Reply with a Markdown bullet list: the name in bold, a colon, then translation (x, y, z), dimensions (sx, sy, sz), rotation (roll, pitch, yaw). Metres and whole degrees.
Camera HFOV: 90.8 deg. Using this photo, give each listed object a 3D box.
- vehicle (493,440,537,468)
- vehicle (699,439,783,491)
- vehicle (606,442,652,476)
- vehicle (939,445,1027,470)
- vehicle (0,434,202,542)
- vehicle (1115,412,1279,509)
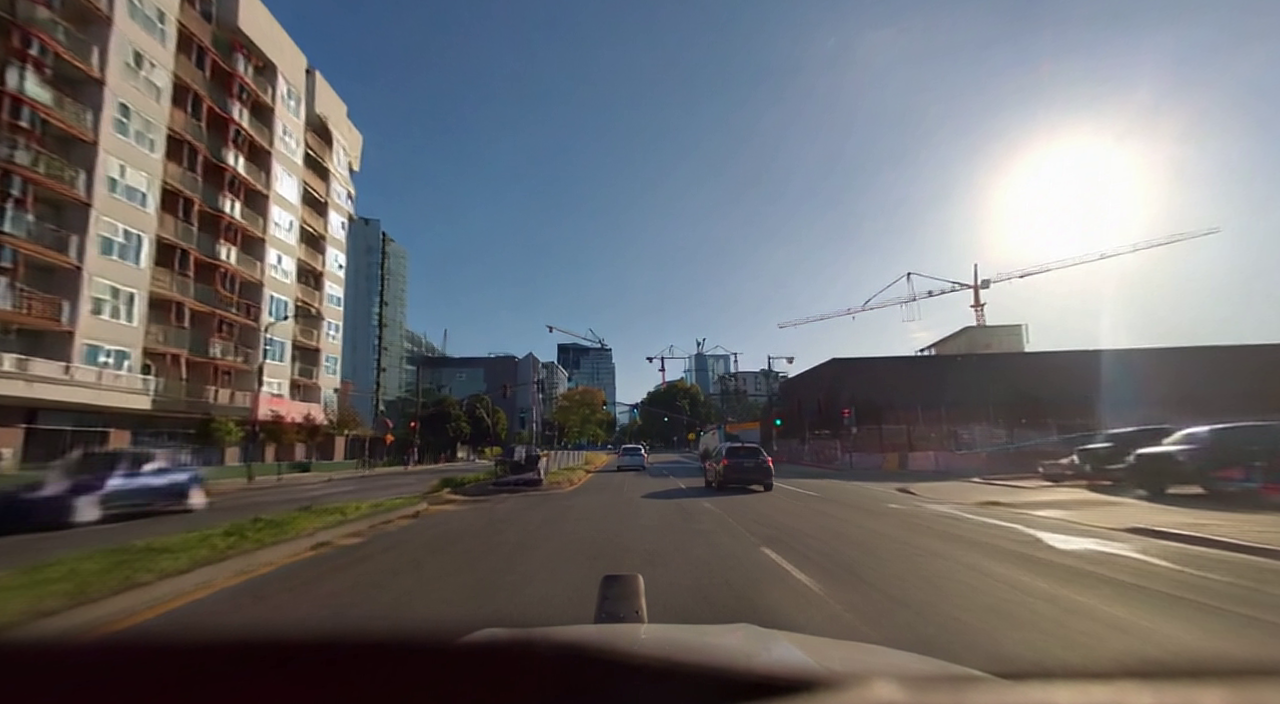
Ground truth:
- **vehicle**: translation (-8.731, 7.157, 44.422), dimensions (2.111, 1.832, 4.778), rotation (0, -8, 0)
- **vehicle**: translation (3.146, 3.609, 20.486), dimensions (1.910, 1.474, 4.003), rotation (0, -8, -2)
- **vehicle**: translation (-0.522, 5.034, 29.837), dimensions (2.006, 1.487, 3.535), rotation (0, -8, -1)
- **vehicle**: translation (19.046, 5.868, 35.205), dimensions (3.839, 1.281, 1.836), rotation (0, -9, 0)
- **vehicle**: translation (-10.831, 2.416, 11.855), dimensions (1.973, 1.646, 4.427), rotation (-1, -8, 1)
- **vehicle**: translation (13.671, 2.352, 13.956), dimensions (4.651, 1.923, 2.045), rotation (0, -8, -1)
